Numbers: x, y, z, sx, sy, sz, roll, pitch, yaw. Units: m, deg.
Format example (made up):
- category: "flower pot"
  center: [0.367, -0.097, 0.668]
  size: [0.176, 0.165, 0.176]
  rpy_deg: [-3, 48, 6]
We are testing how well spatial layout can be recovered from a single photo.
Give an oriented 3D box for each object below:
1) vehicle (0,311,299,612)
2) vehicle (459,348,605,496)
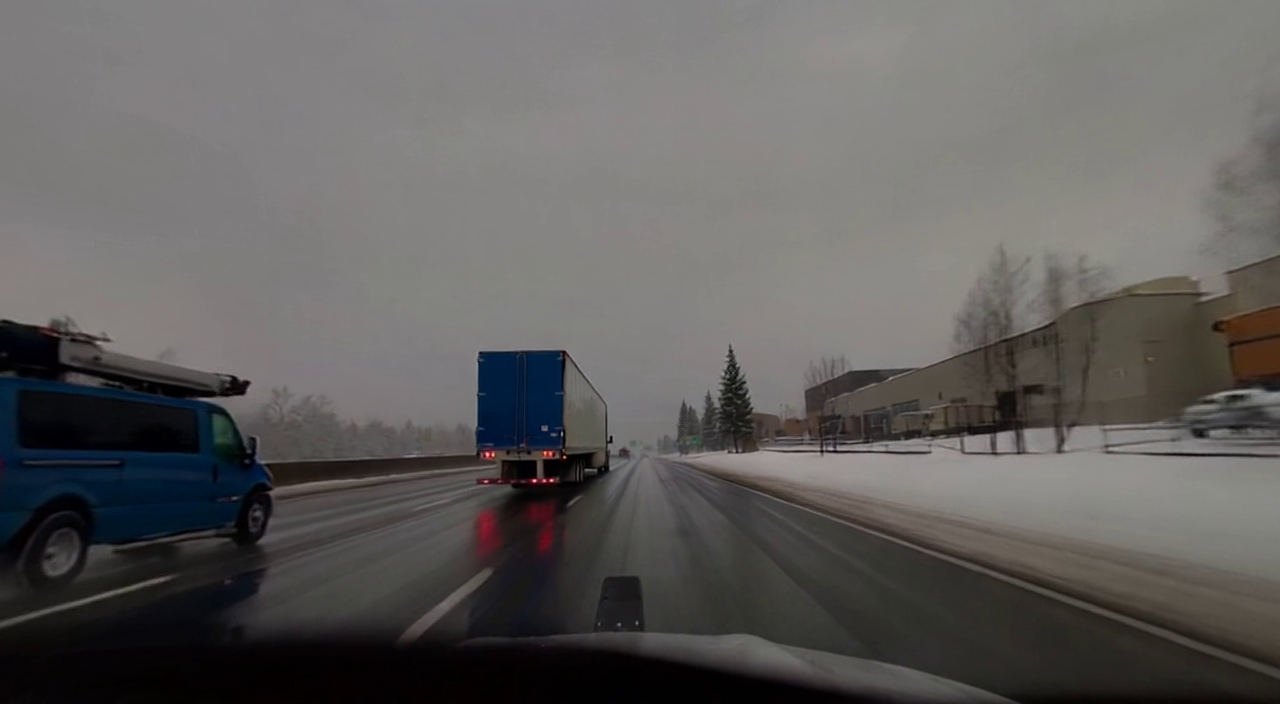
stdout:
- category: "vehicle"
  center: [-6.943, 1.244, 7.439]
  size: [2.385, 2.672, 6.049]
  rpy_deg: [0, -8, 0]
- category: "vehicle"
  center: [-3.437, 3.110, 25.780]
  size: [2.939, 4.132, 16.303]
  rpy_deg: [0, -8, 1]
